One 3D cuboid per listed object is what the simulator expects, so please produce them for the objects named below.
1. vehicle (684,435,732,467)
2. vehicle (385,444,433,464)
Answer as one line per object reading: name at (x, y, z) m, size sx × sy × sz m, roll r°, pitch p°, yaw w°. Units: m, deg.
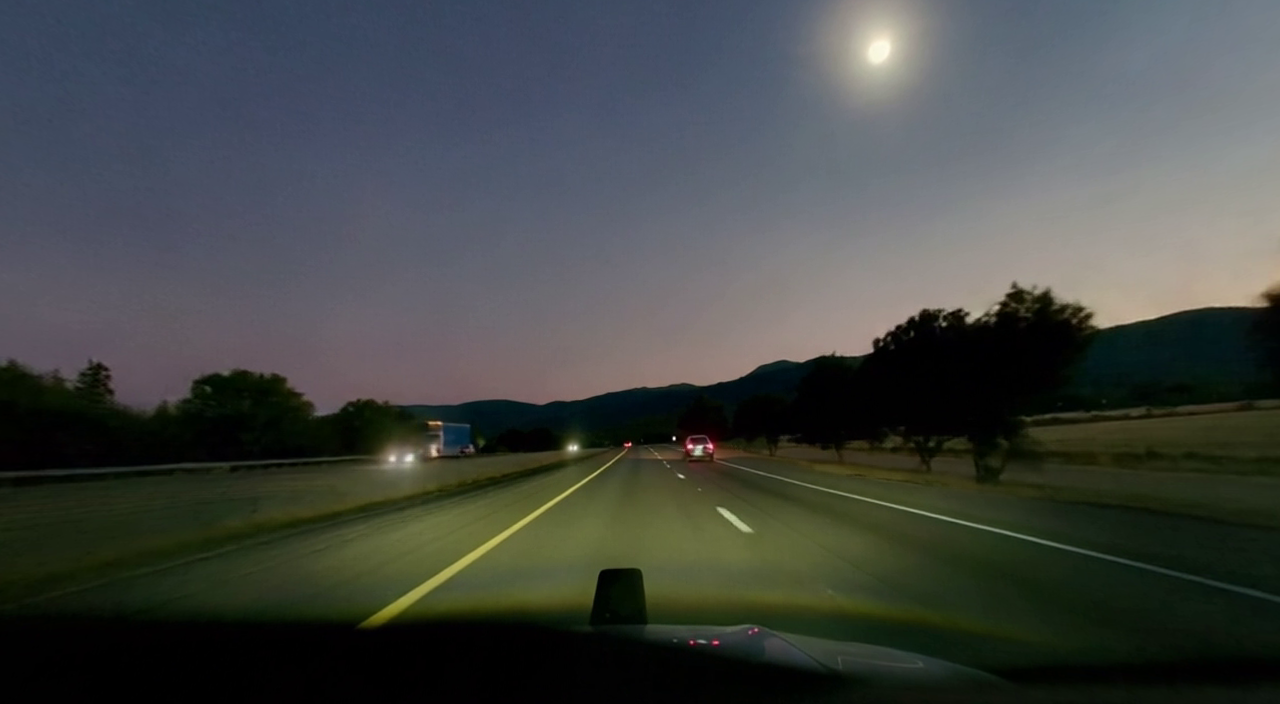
vehicle at (3.637, 5.388, 34.482) m, size 2.157 × 1.640 × 4.056 m, roll 0°, pitch -8°, yaw 1°
vehicle at (-17.818, 7.844, 48.861) m, size 1.878 × 1.474 × 4.501 m, roll 0°, pitch -8°, yaw 1°
